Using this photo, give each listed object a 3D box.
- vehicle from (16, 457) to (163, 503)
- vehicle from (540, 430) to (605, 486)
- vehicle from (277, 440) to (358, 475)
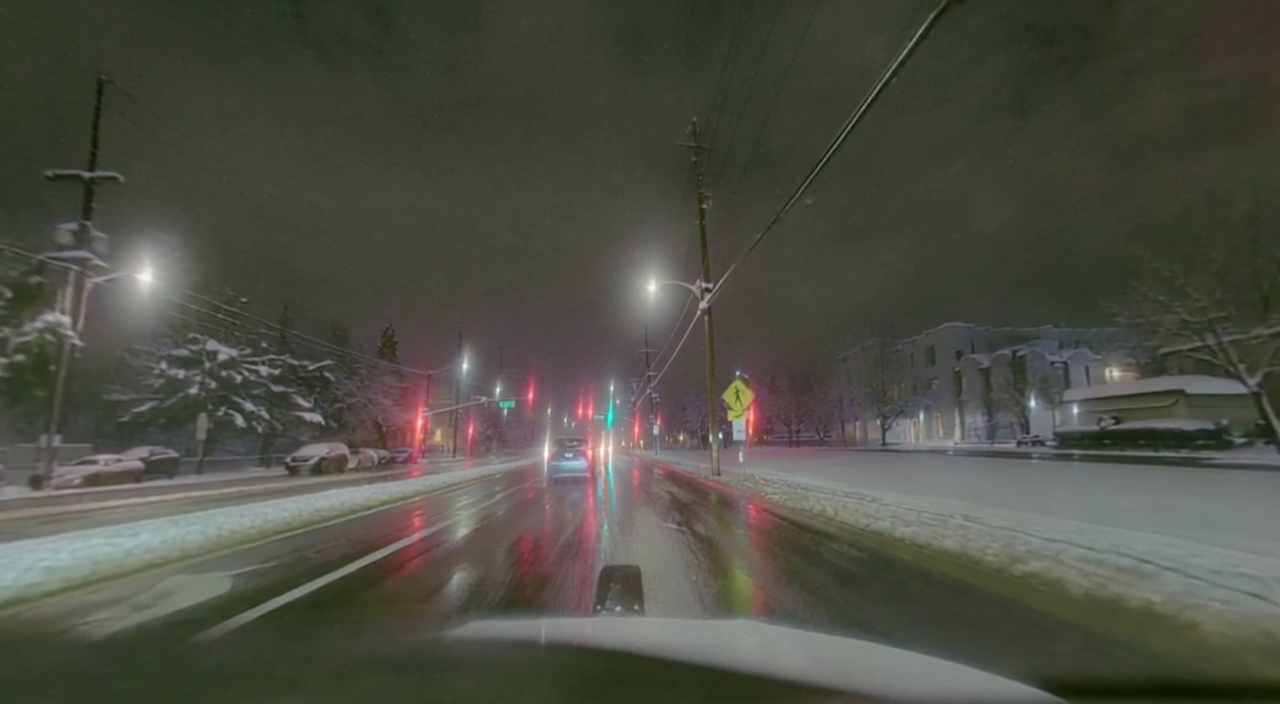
[{"bbox_3d":[-20.514,4.751,23.840,1.786,1.439,4.312,0,-8,-3],"label":"vehicle"},{"bbox_3d":[-2.290,3.710,22.389,2.022,1.757,4.041,0,-8,-3],"label":"vehicle"},{"bbox_3d":[-21.590,7.062,42.664,2.369,2.159,6.388,0,-8,-3],"label":"vehicle"}]
